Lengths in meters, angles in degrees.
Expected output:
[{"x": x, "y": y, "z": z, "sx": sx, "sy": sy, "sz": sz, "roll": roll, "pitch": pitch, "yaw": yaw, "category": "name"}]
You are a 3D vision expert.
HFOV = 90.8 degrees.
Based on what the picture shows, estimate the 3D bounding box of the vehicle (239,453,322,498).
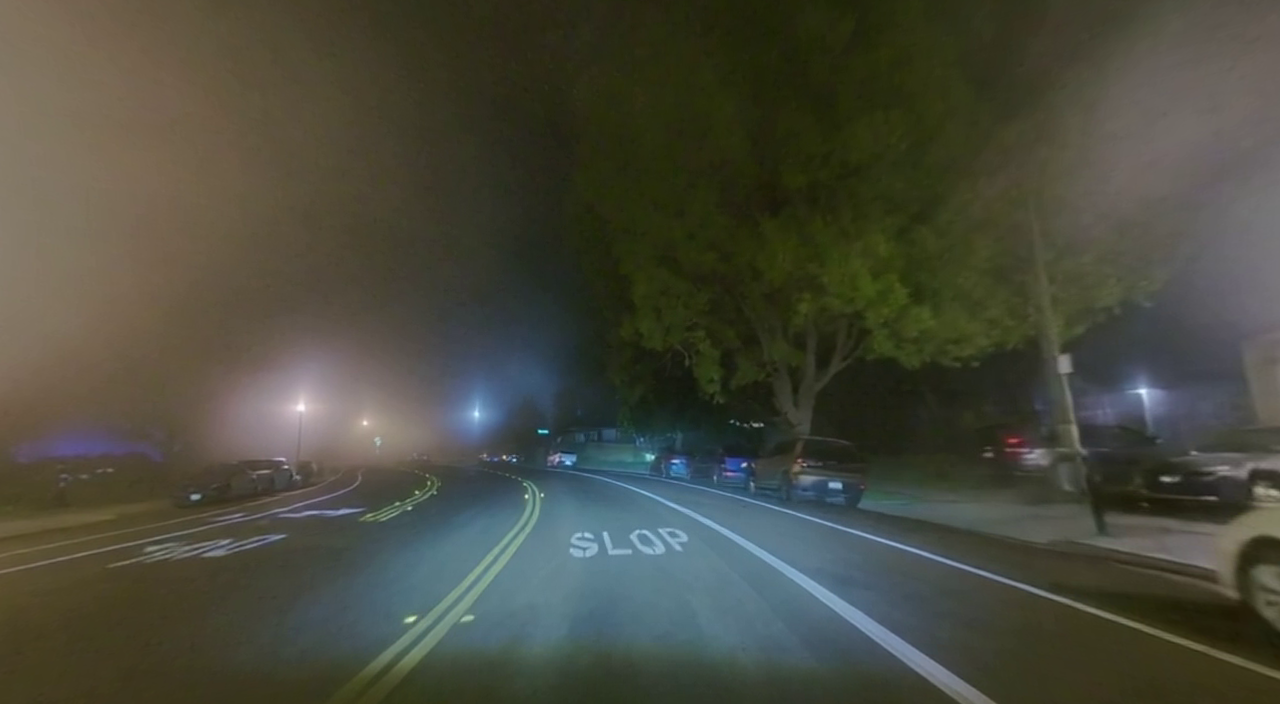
[{"x": -14.926, "y": 5.098, "z": 26.541, "sx": 2.117, "sy": 1.501, "sz": 4.762, "roll": 2, "pitch": -8, "yaw": -19, "category": "vehicle"}]

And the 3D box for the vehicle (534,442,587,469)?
[{"x": -5.800, "y": 7.383, "z": 45.486, "sx": 2.134, "sy": 1.805, "sz": 5.559, "roll": 4, "pitch": -9, "yaw": -25, "category": "vehicle"}]

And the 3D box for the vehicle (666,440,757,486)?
[{"x": 2.470, "y": 3.963, "z": 22.946, "sx": 1.844, "sy": 1.485, "sz": 4.193, "roll": 2, "pitch": -9, "yaw": -16, "category": "vehicle"}]

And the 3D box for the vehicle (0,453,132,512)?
[{"x": -18.803, "y": 4.123, "z": 20.426, "sx": 2.017, "sy": 1.588, "sz": 4.732, "roll": 3, "pitch": -9, "yaw": -18, "category": "vehicle"}]

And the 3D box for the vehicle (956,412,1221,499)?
[{"x": 10.093, "y": 2.310, "z": 14.418, "sx": 4.716, "sy": 1.483, "sz": 1.993, "roll": -3, "pitch": -7, "yaw": -9, "category": "vehicle"}]

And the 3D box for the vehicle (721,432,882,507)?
[{"x": 3.887, "y": 2.924, "z": 16.253, "sx": 2.367, "sy": 1.614, "sz": 4.463, "roll": 1, "pitch": -8, "yaw": -9, "category": "vehicle"}]

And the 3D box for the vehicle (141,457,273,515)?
[{"x": -13.586, "y": 4.172, "z": 20.196, "sx": 1.943, "sy": 1.476, "sz": 4.714, "roll": 2, "pitch": -9, "yaw": -15, "category": "vehicle"}]

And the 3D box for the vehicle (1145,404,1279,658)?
[{"x": 4.951, "y": 0.878, "z": 2.388, "sx": 2.092, "sy": 1.524, "sz": 4.800, "roll": 0, "pitch": -8, "yaw": 0, "category": "vehicle"}]
